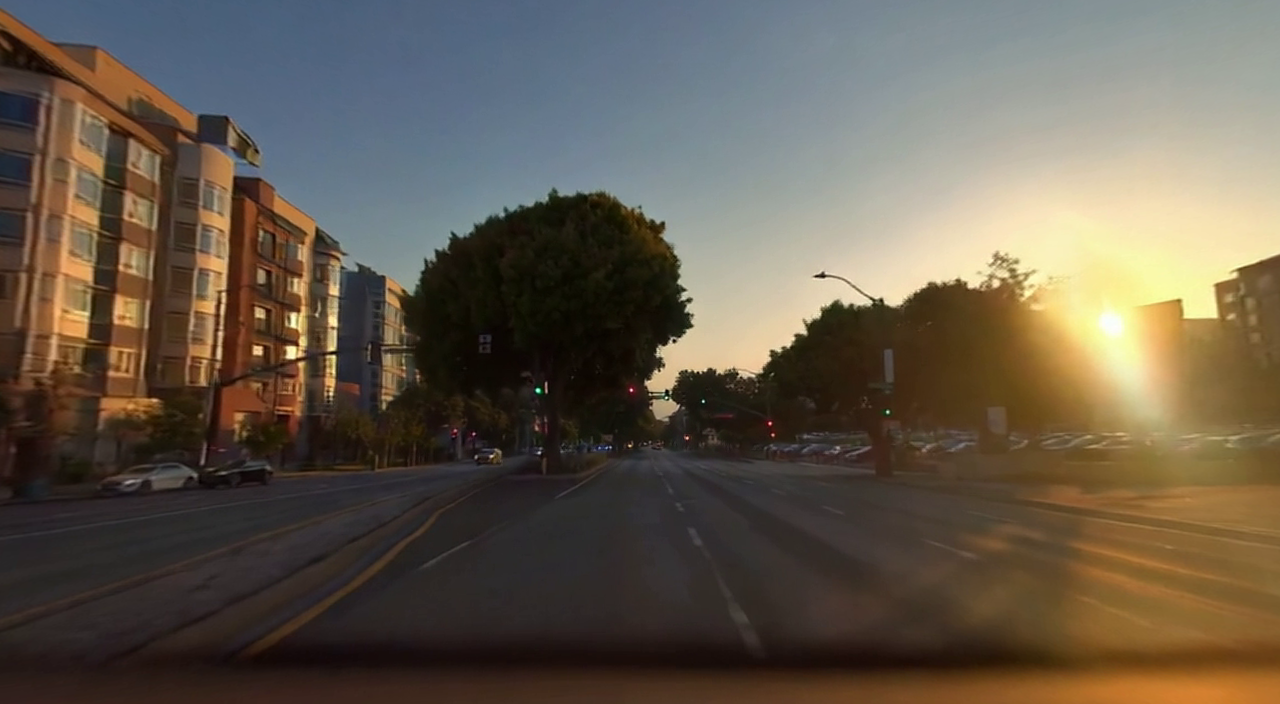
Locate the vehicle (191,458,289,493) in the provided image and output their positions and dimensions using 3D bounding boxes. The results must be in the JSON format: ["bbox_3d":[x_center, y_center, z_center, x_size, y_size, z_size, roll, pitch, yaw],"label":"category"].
[{"bbox_3d":[-19.750,6.082,31.469,1.911,1.458,4.547,-1,-8,0],"label":"vehicle"}]

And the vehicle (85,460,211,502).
[{"bbox_3d":[-19.926,5.201,25.822,1.713,1.499,4.040,-1,-9,3],"label":"vehicle"}]
